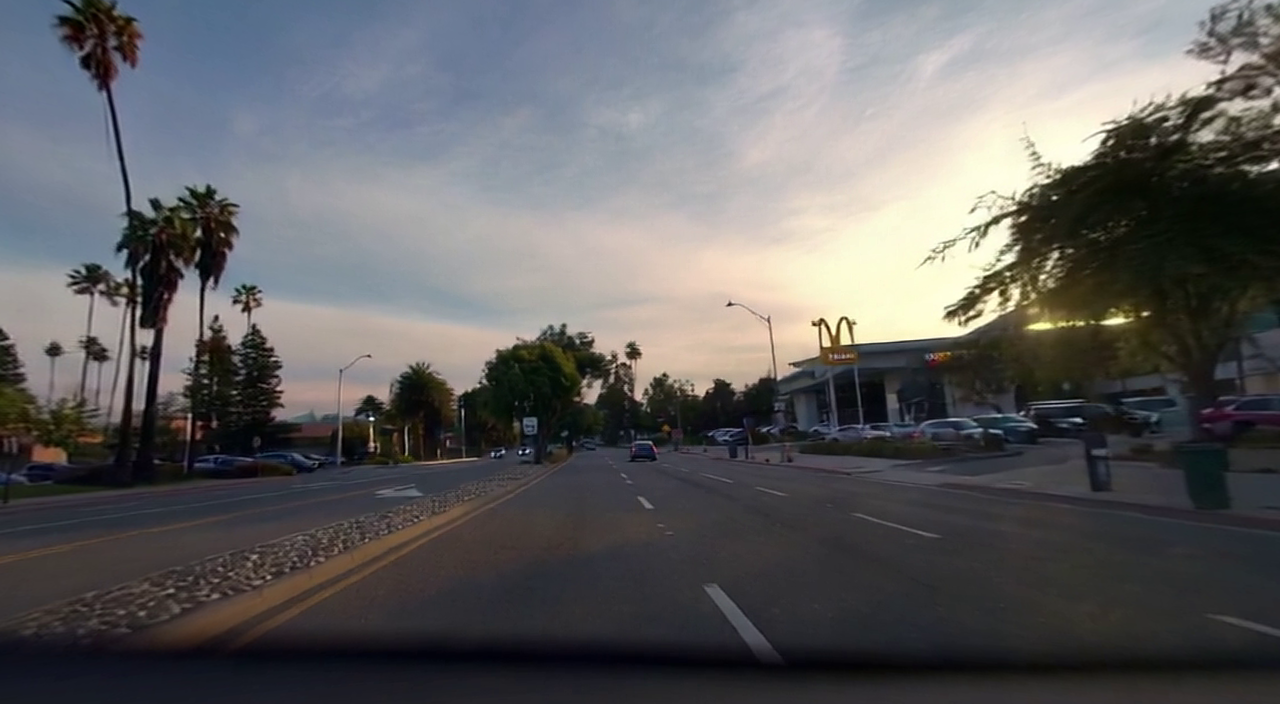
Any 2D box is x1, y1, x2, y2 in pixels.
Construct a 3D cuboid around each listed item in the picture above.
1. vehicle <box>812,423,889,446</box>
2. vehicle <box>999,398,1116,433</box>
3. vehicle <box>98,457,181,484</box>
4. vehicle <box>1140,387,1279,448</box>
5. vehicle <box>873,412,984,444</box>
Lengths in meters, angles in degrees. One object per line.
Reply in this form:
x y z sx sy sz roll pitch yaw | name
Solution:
14.521 5.733 43.683 4.691 1.545 1.900 0 -8 0 | vehicle
27.316 4.180 41.376 6.052 2.013 2.331 -1 -9 -5 | vehicle
-31.894 7.549 40.366 2.067 1.563 4.043 0 -8 -2 | vehicle
16.679 1.808 17.053 4.711 1.546 1.891 0 -8 -2 | vehicle
16.005 4.253 35.199 5.123 1.730 2.183 0 -8 -2 | vehicle
